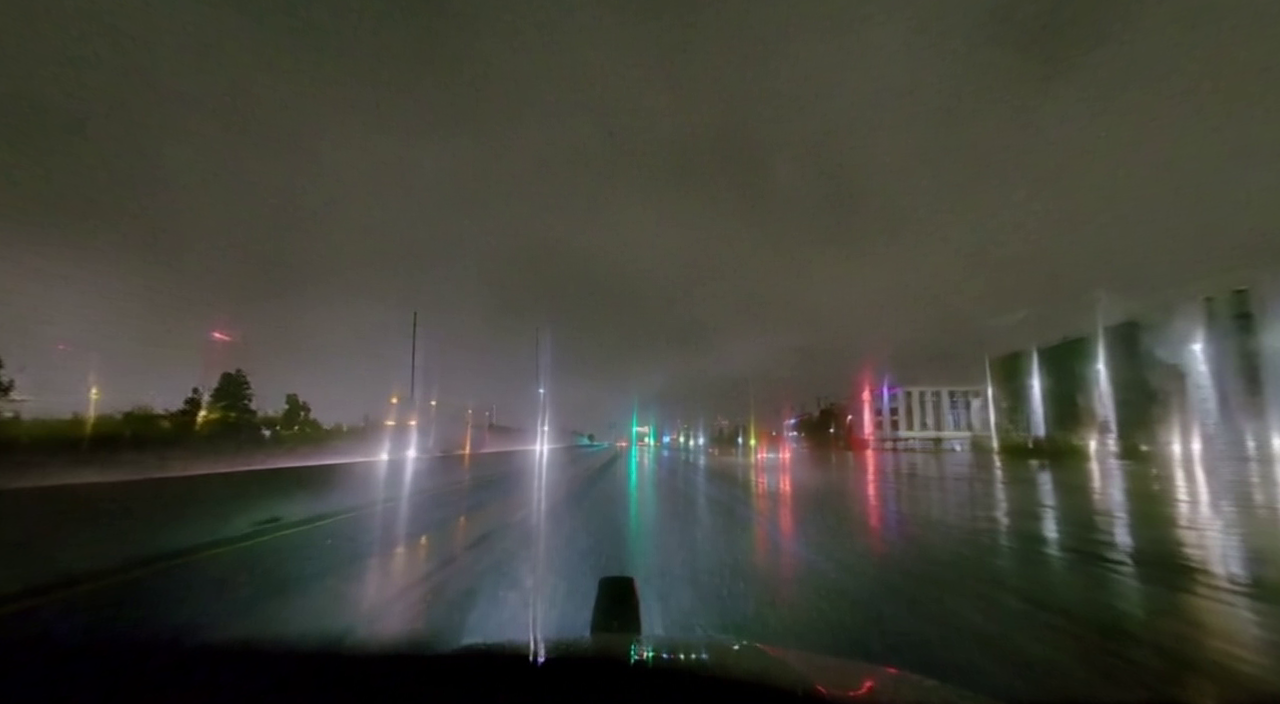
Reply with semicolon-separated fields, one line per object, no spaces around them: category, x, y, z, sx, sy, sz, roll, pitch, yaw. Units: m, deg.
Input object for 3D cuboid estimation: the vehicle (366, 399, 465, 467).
vehicle;-16.967;6.319;48.695;3.837;4.617;10.494;0;-8;-1
